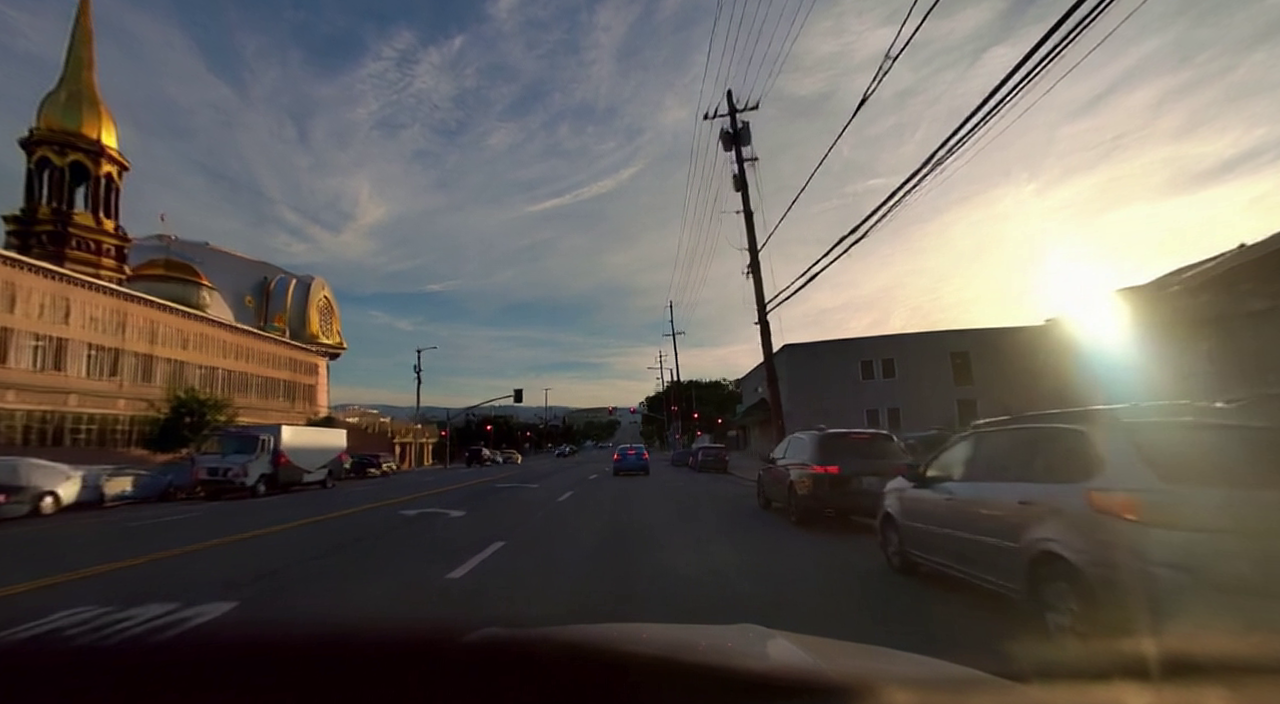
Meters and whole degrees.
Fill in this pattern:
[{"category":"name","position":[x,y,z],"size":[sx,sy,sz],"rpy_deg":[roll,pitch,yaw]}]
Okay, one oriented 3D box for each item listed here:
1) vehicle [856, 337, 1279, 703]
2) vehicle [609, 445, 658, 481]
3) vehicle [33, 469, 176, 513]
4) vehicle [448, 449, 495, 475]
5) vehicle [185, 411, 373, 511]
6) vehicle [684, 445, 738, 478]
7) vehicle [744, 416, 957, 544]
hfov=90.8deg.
[{"category":"vehicle","position":[3.623,1.197,5.126],"size":[2.140,1.890,4.402],"rpy_deg":[0,-9,0]},{"category":"vehicle","position":[-0.302,5.012,28.801],"size":[2.049,1.453,4.299],"rpy_deg":[0,-9,-1]},{"category":"vehicle","position":[-19.406,5.026,23.014],"size":[3.703,1.234,1.683],"rpy_deg":[-4,-10,0]},{"category":"vehicle","position":[-12.566,8.202,47.424],"size":[2.071,1.814,5.185],"rpy_deg":[0,-9,1]},{"category":"vehicle","position":[-12.118,3.743,22.056],"size":[2.961,2.739,6.276],"rpy_deg":[-4,-9,-1]},{"category":"vehicle","position":[3.526,5.552,32.284],"size":[1.944,1.530,4.539],"rpy_deg":[0,-9,-4]},{"category":"vehicle","position":[3.613,2.333,12.283],"size":[2.204,1.845,5.597],"rpy_deg":[1,-9,0]}]
